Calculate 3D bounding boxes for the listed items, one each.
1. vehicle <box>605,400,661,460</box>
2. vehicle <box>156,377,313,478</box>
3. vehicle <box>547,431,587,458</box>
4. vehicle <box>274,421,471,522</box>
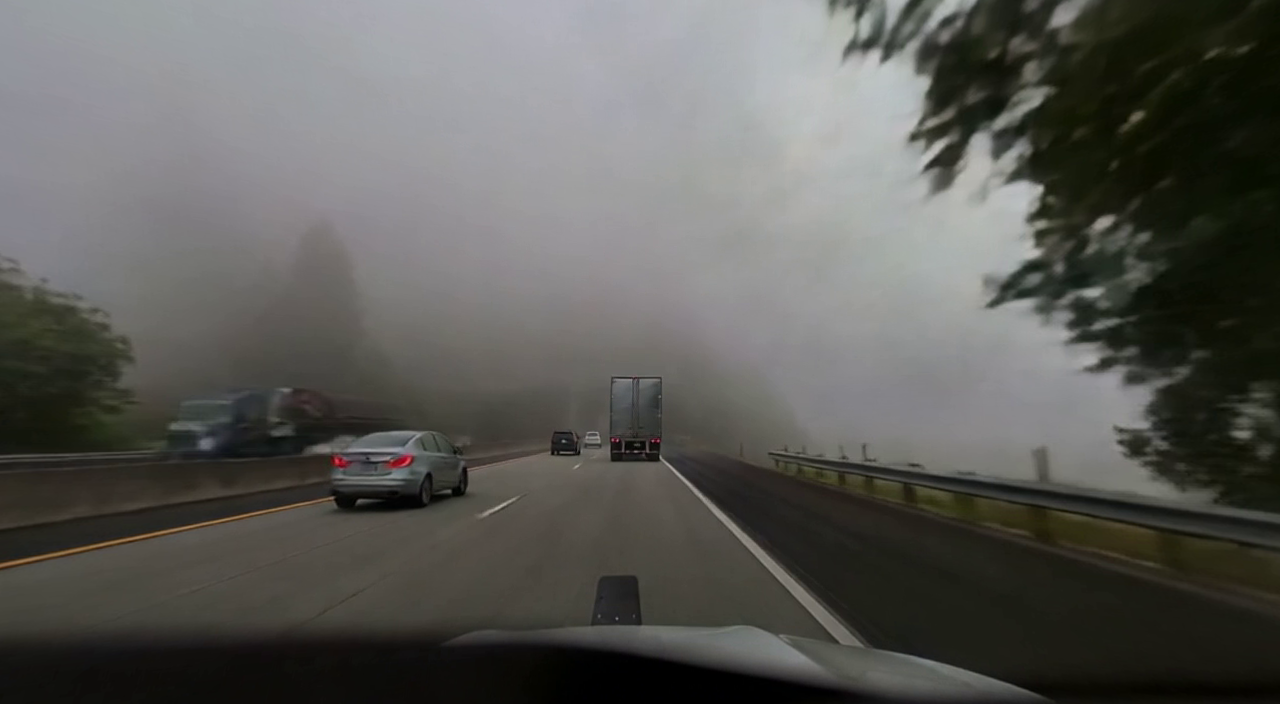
[{"bbox_3d":[-0.289,3.320,26.834,2.319,2.461,1.270,0,-8,0],"label":"vehicle"},{"bbox_3d":[-17.722,3.405,28.136,2.993,4.004,5.828,0,-8,0],"label":"vehicle"},{"bbox_3d":[-4.944,6.307,43.146,2.138,1.697,4.587,0,-8,1],"label":"vehicle"},{"bbox_3d":[-4.598,2.082,11.576,1.909,1.520,3.897,0,-8,0],"label":"vehicle"}]
